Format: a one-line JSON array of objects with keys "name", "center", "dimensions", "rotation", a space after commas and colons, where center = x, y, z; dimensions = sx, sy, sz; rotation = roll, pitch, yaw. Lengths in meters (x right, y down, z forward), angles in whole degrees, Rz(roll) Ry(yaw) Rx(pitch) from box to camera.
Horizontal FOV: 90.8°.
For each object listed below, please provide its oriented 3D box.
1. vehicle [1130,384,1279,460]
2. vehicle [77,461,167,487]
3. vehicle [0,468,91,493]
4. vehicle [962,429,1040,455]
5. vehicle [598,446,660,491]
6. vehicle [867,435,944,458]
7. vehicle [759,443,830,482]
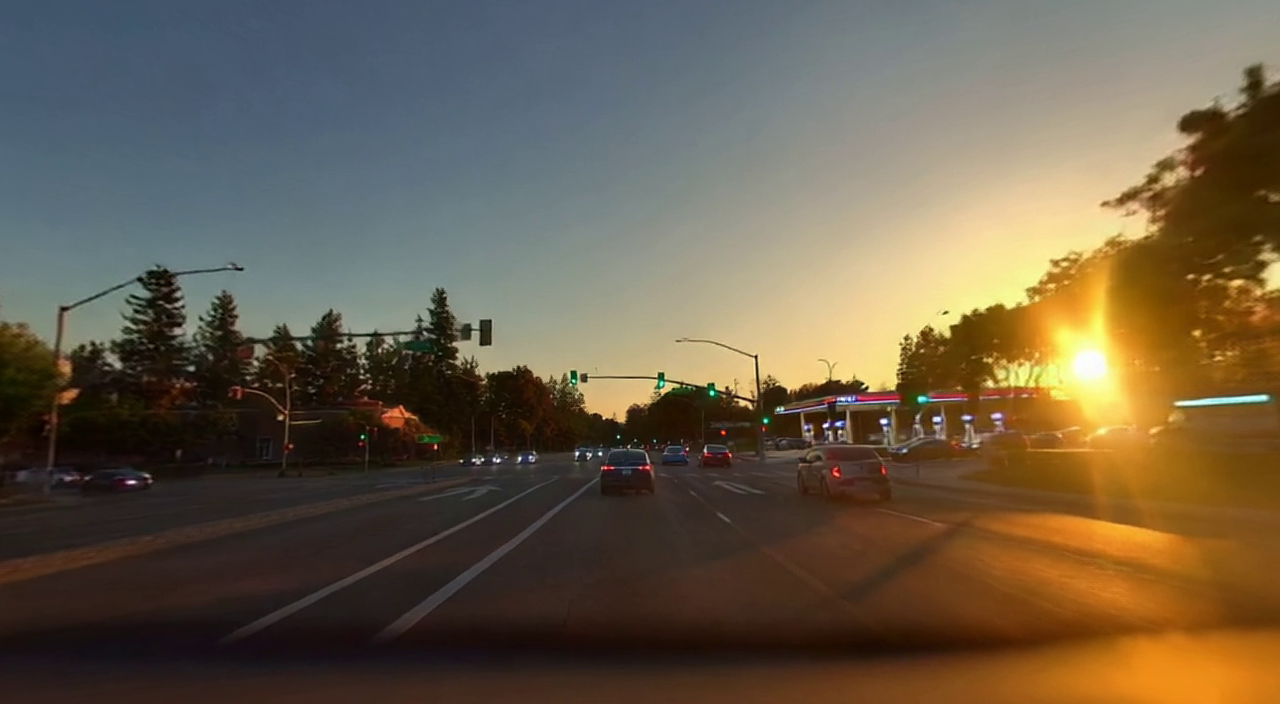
[{"name": "vehicle", "center": [29.018, 3.620, 31.219], "dimensions": [2.940, 3.265, 7.968], "rotation": [0, -9, -1]}, {"name": "vehicle", "center": [-34.663, 8.159, 42.369], "dimensions": [4.287, 1.612, 1.993], "rotation": [0, -9, 2]}, {"name": "vehicle", "center": [-37.712, 8.124, 40.006], "dimensions": [4.308, 1.430, 1.824], "rotation": [-1, -9, 6]}, {"name": "vehicle", "center": [27.345, 6.833, 47.881], "dimensions": [4.724, 1.793, 1.777], "rotation": [-1, -9, 0]}, {"name": "vehicle", "center": [-0.373, 4.119, 22.670], "dimensions": [2.040, 1.451, 3.736], "rotation": [0, -9, 0]}, {"name": "vehicle", "center": [20.011, 7.145, 47.734], "dimensions": [4.796, 1.488, 1.966], "rotation": [-2, -9, -1]}, {"name": "vehicle", "center": [6.422, 4.636, 26.756], "dimensions": [1.890, 1.489, 4.396], "rotation": [0, -9, 0]}]
